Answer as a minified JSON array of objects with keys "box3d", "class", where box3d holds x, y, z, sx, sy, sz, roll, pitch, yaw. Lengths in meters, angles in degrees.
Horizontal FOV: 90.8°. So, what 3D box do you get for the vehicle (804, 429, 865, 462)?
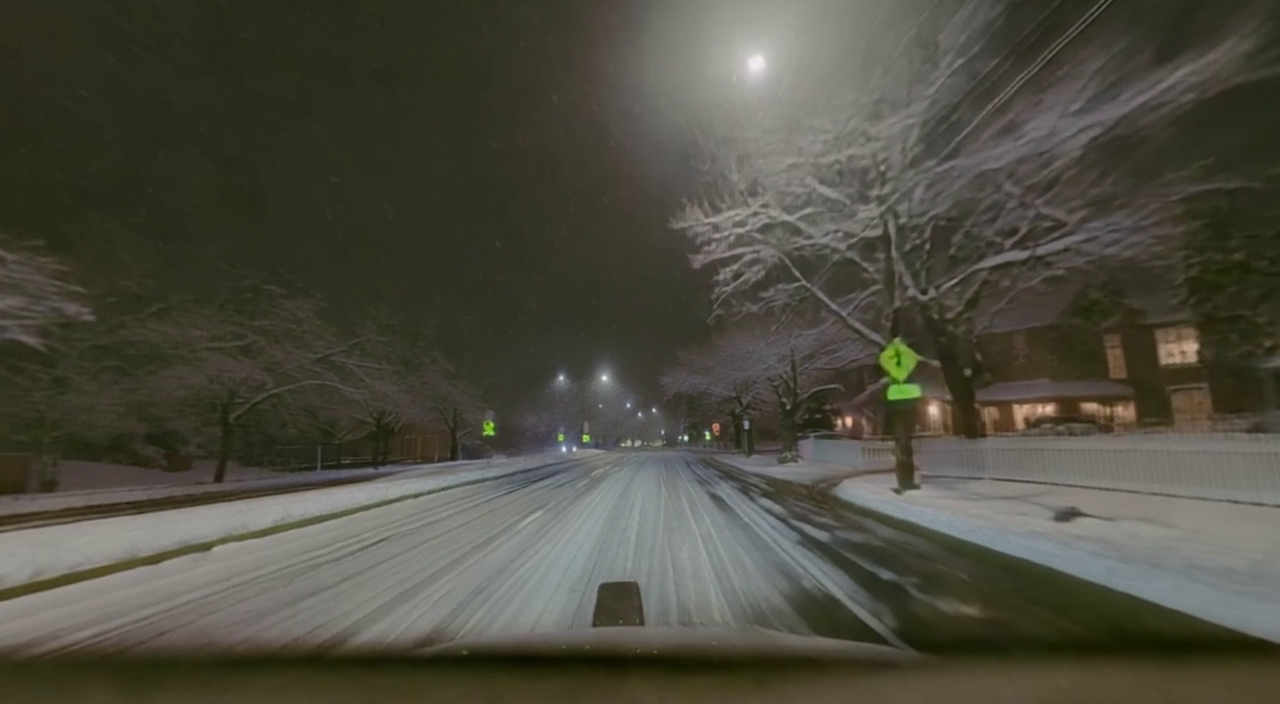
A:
[{"box3d":[10.842,5.254,35.556,1.938,1.695,4.296,0,-8,-1],"class":"vehicle"}]
